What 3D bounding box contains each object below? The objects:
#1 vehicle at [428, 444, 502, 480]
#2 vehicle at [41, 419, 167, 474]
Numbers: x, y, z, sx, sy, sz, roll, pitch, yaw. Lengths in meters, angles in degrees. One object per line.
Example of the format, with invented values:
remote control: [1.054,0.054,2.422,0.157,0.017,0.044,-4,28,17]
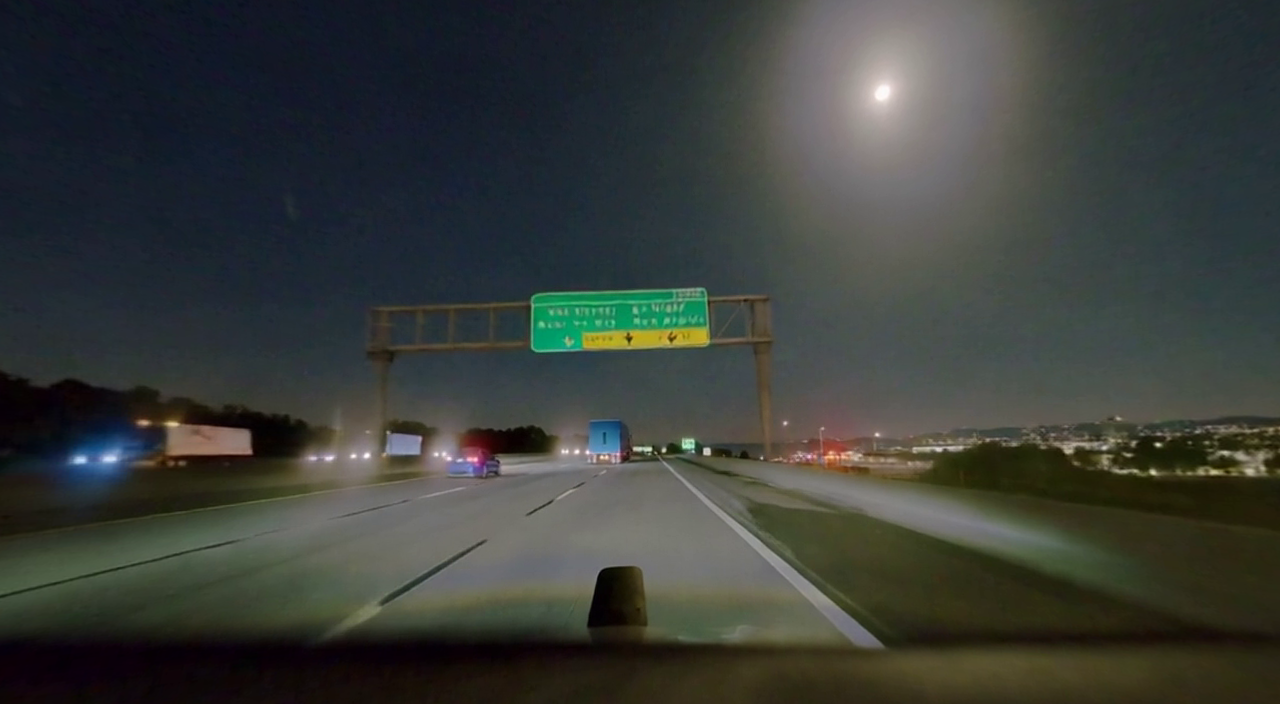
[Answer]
vehicle: [-7.675,4.843,28.046,1.901,1.467,4.629,0,-9,1]
vehicle: [-36.571,6.481,43.228,2.853,3.453,6.411,0,-8,0]
